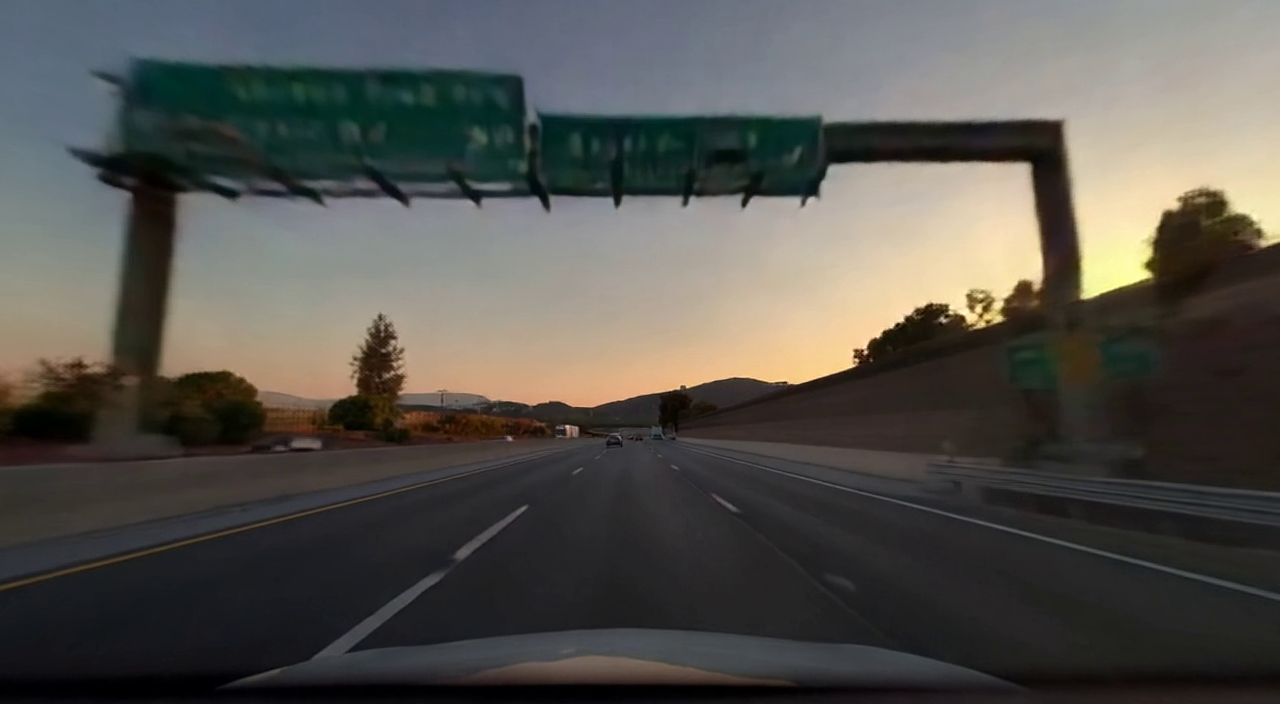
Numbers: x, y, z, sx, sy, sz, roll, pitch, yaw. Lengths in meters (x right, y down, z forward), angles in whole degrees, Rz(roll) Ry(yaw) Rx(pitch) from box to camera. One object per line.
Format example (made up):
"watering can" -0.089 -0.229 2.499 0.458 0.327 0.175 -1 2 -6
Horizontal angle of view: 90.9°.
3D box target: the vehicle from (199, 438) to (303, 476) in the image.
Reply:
"vehicle" -17.055 4.574 27.936 1.923 1.508 4.253 0 -8 0
